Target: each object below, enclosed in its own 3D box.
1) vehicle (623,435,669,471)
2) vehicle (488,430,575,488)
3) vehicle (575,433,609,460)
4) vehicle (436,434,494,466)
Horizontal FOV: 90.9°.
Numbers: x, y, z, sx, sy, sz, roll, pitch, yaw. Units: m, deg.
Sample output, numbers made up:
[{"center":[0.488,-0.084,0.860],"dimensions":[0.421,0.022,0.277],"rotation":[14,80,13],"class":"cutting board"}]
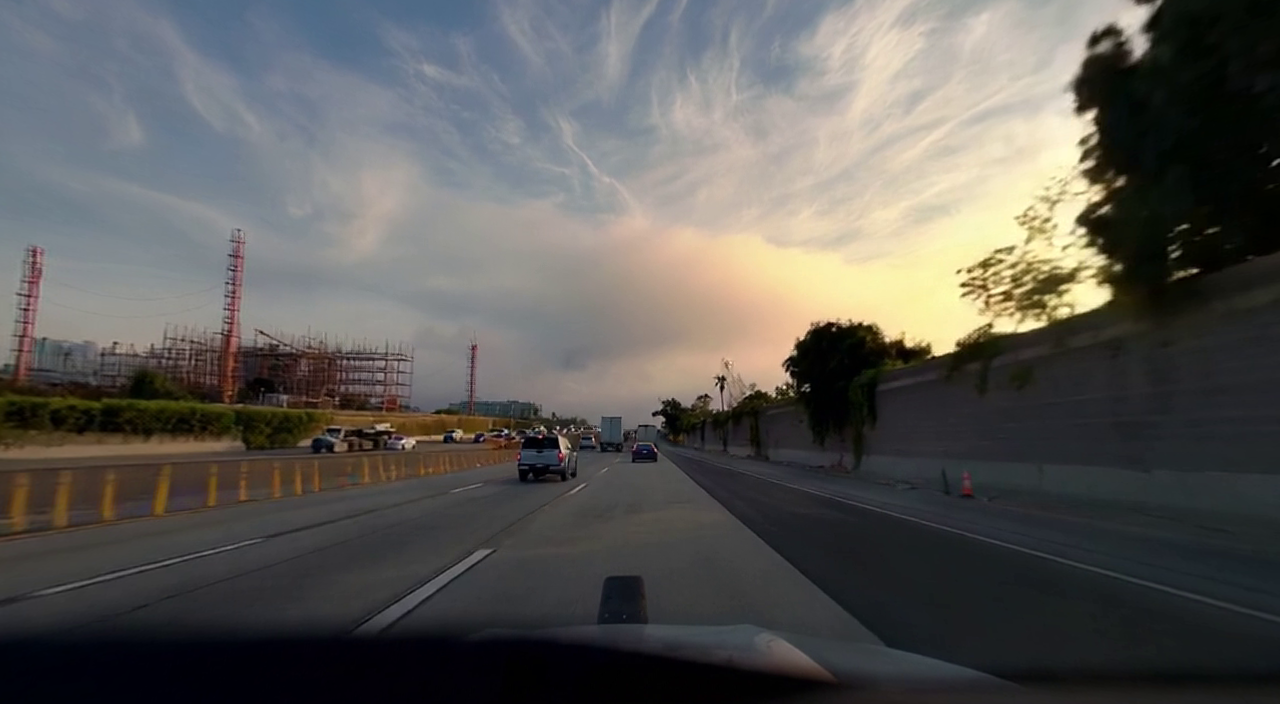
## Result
[{"center":[0.285,5.045,31.700],"dimensions":[2.136,1.678,4.052],"rotation":[-1,-9,0],"class":"vehicle"},{"center":[-3.579,3.634,21.708],"dimensions":[2.108,1.740,4.549],"rotation":[-1,-9,1],"class":"vehicle"},{"center":[-3.647,7.325,49.054],"dimensions":[2.203,1.958,4.848],"rotation":[-1,-9,1],"class":"vehicle"},{"center":[-10.749,6.052,39.104],"dimensions":[2.104,1.818,4.721],"rotation":[-1,-9,1],"class":"vehicle"}]
